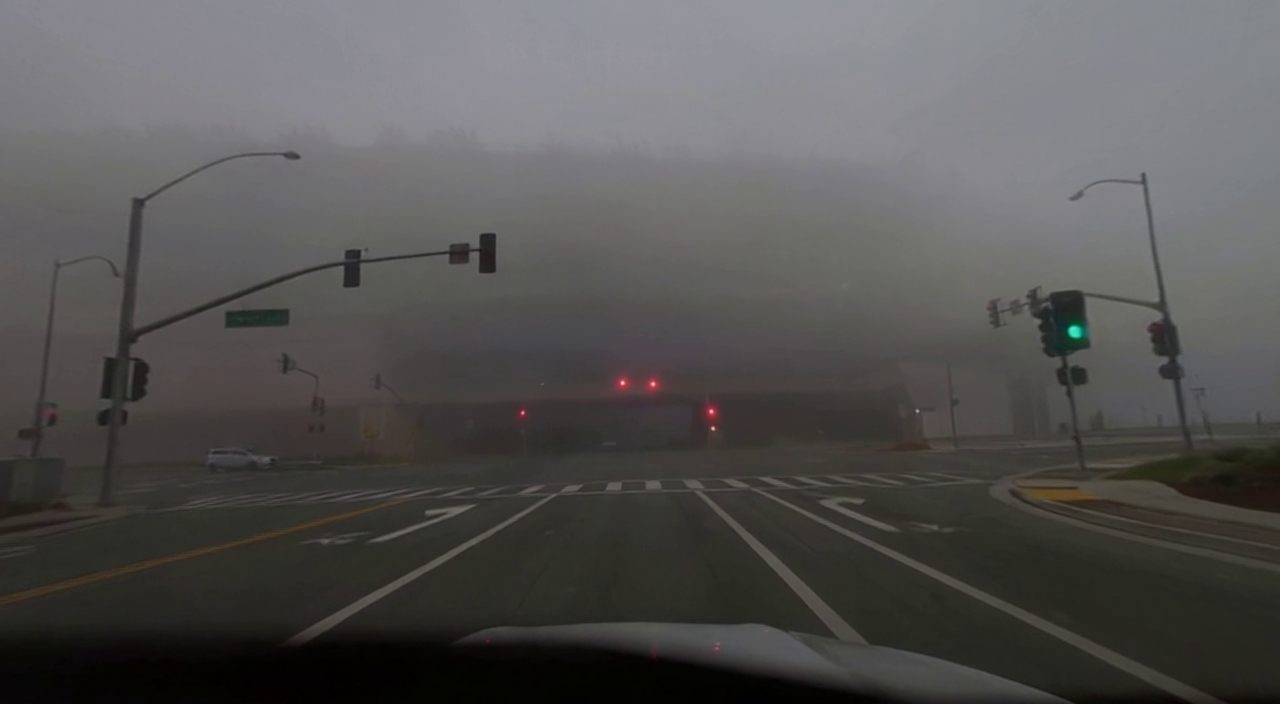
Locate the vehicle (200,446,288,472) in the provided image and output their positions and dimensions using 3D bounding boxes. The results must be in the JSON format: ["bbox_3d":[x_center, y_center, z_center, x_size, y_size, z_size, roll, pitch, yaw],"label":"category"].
[{"bbox_3d":[-25.069,6.769,39.999,4.332,1.573,1.900,0,-8,3],"label":"vehicle"}]
